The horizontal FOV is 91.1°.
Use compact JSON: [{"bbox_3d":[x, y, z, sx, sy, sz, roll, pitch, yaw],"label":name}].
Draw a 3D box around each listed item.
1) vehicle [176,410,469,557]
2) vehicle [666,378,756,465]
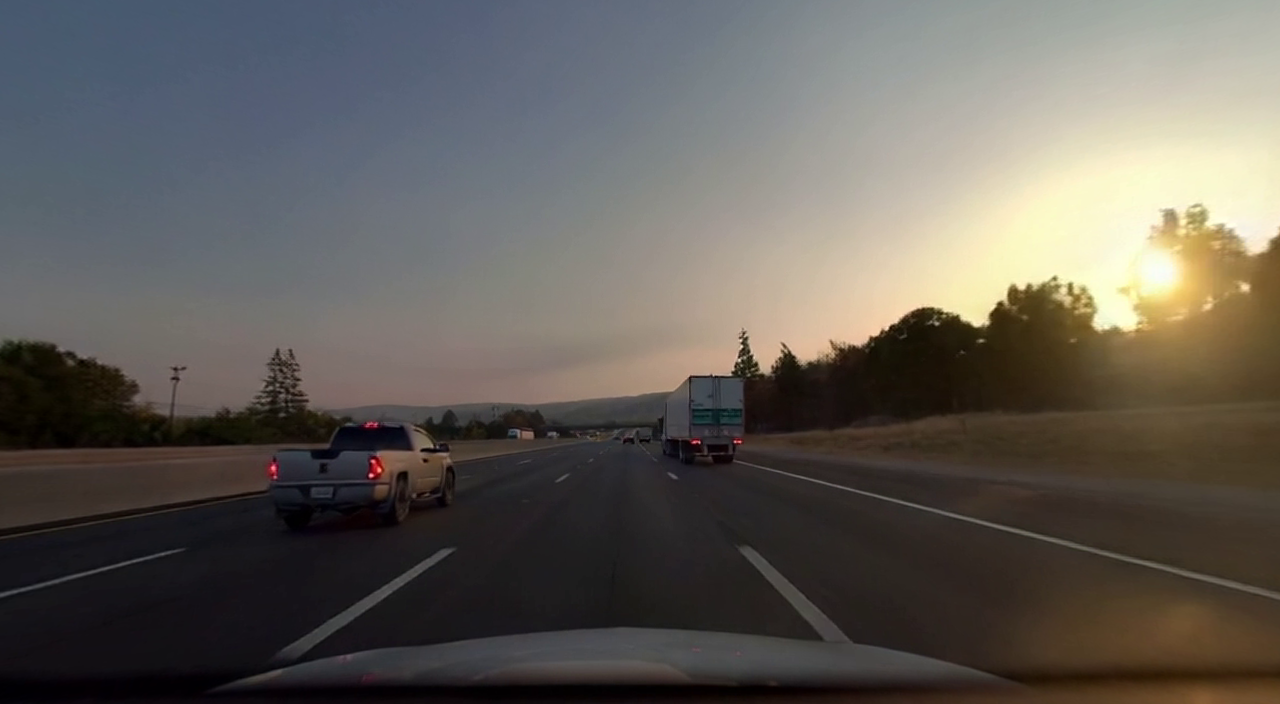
[{"bbox_3d":[-4.054,1.729,9.024,2.044,1.604,4.144,0,-8,0],"label":"vehicle"},{"bbox_3d":[3.762,4.507,39.026,3.144,4.168,17.594,0,-8,-1],"label":"vehicle"}]
